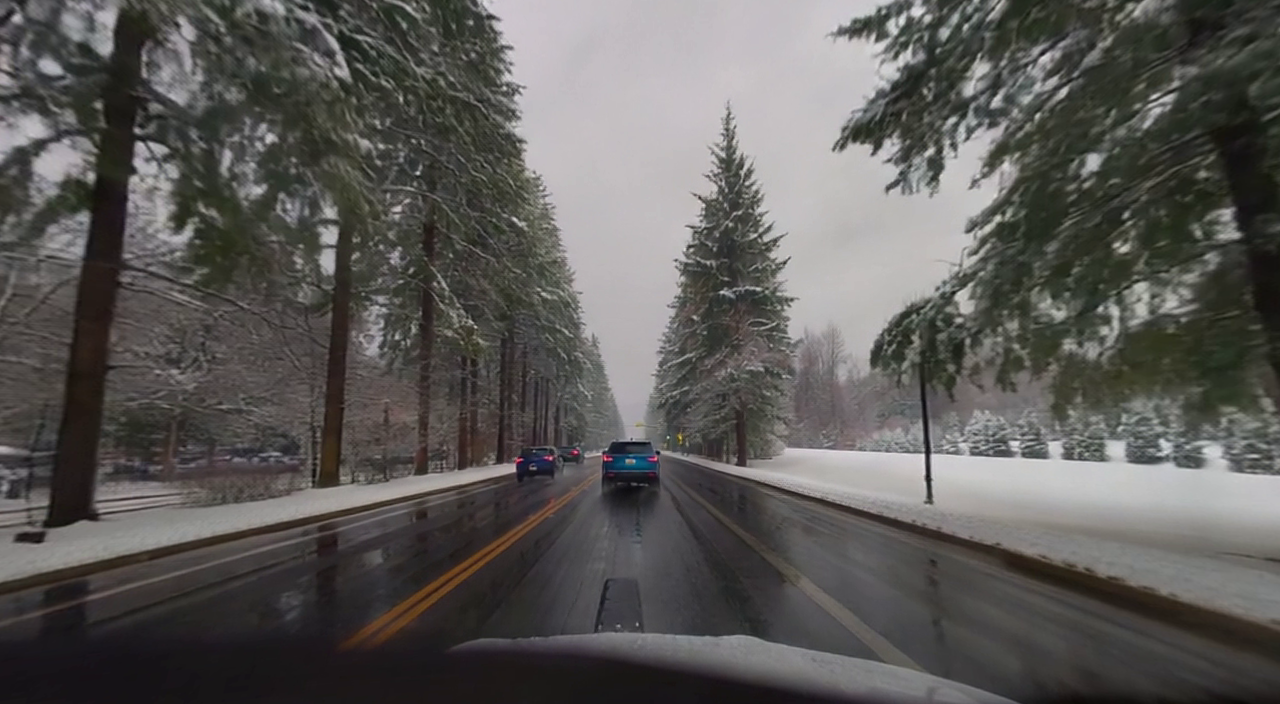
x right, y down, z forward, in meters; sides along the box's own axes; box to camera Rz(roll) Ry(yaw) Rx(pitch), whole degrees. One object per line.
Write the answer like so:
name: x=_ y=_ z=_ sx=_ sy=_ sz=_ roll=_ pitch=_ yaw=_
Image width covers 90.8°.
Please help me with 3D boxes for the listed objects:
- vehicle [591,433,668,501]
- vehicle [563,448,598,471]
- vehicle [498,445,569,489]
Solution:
vehicle: x=-0.278 y=3.313 z=18.594 sx=2.018 sy=1.769 sz=3.897 roll=0 pitch=-8 yaw=0
vehicle: x=-4.147 y=7.583 z=44.770 sx=1.959 sy=1.485 sz=4.452 roll=0 pitch=-8 yaw=1
vehicle: x=-3.982 y=4.356 z=24.313 sx=1.936 sy=1.538 sz=4.016 roll=0 pitch=-8 yaw=2
